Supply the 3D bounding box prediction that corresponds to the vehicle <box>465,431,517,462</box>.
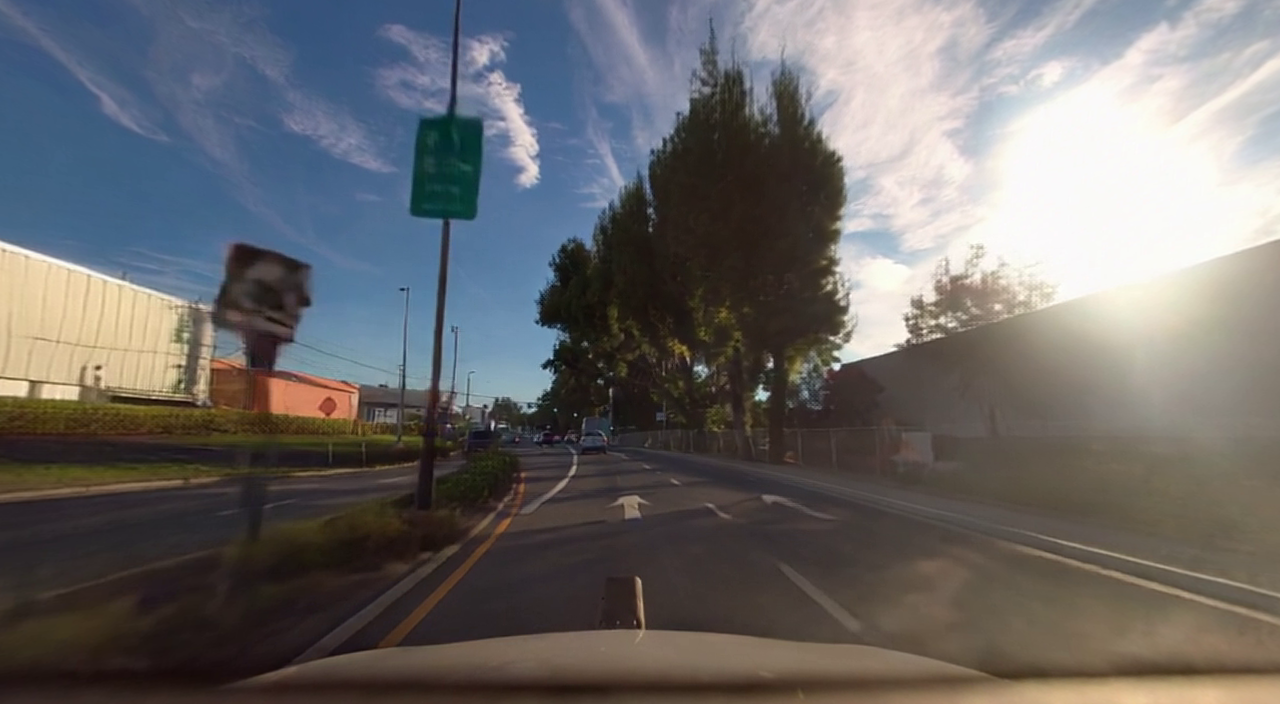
[{"bbox_3d":[-8.228,5.266,35.189,2.120,1.610,3.917,1,-8,-3],"label":"vehicle"}]
